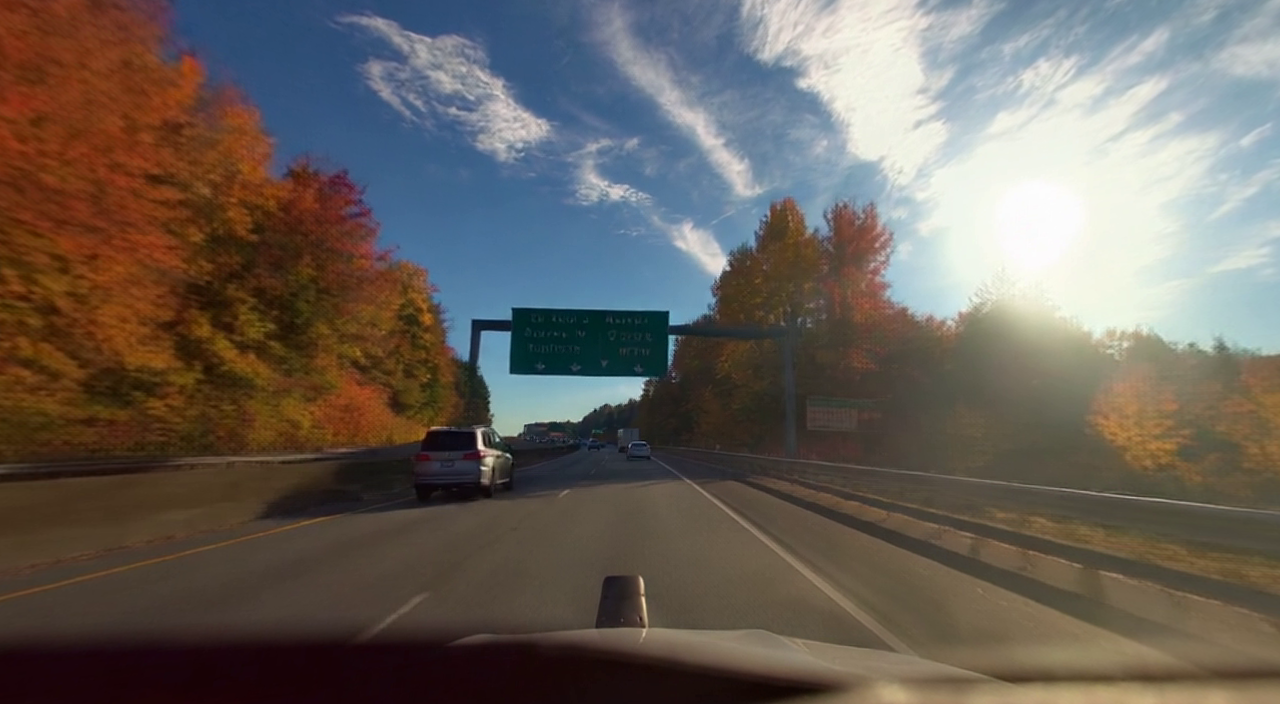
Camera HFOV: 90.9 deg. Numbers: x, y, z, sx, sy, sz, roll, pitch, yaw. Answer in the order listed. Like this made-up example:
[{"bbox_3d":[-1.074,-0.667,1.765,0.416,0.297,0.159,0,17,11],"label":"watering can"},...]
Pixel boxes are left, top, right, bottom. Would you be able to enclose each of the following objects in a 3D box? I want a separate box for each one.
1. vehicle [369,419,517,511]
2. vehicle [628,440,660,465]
[{"bbox_3d":[-4.167,2.458,14.126,1.924,1.720,4.195,0,-8,0],"label":"vehicle"},{"bbox_3d":[0.231,6.518,41.015,1.939,1.497,3.863,0,-8,-1],"label":"vehicle"}]
